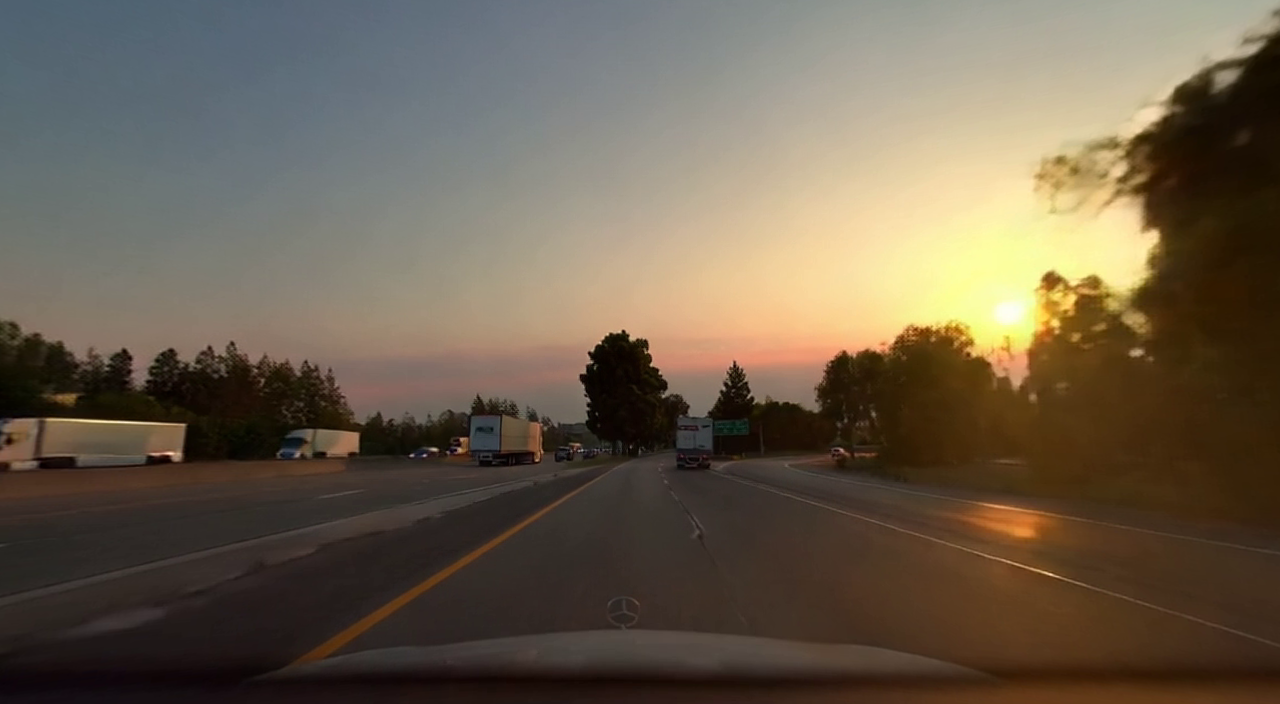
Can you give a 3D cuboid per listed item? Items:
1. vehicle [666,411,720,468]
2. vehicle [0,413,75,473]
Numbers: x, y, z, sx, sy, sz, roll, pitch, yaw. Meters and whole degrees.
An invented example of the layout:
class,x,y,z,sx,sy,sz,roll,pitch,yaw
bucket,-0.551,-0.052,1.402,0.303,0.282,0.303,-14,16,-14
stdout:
class,x,y,z,sx,sy,sz,roll,pitch,yaw
vehicle,3.677,6.634,47.259,2.928,3.595,13.975,0,-9,0
vehicle,-43.404,6.298,43.481,2.885,3.858,6.032,-1,-9,3
